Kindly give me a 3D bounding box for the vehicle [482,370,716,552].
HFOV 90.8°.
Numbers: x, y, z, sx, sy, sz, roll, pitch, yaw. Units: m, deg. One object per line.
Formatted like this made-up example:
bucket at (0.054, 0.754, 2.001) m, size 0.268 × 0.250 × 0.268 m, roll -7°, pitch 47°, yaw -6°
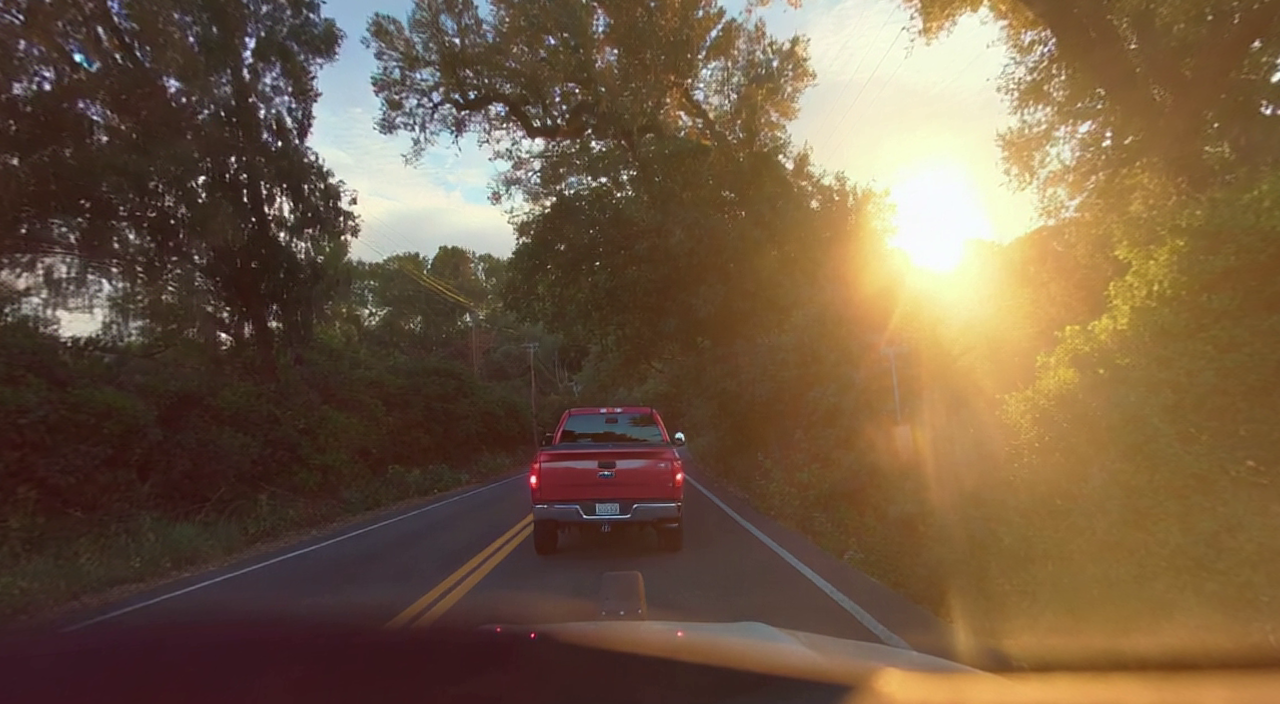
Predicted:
vehicle at (-0.543, 1.760, 10.752) m, size 2.837 × 2.223 × 5.885 m, roll 0°, pitch -8°, yaw -1°
